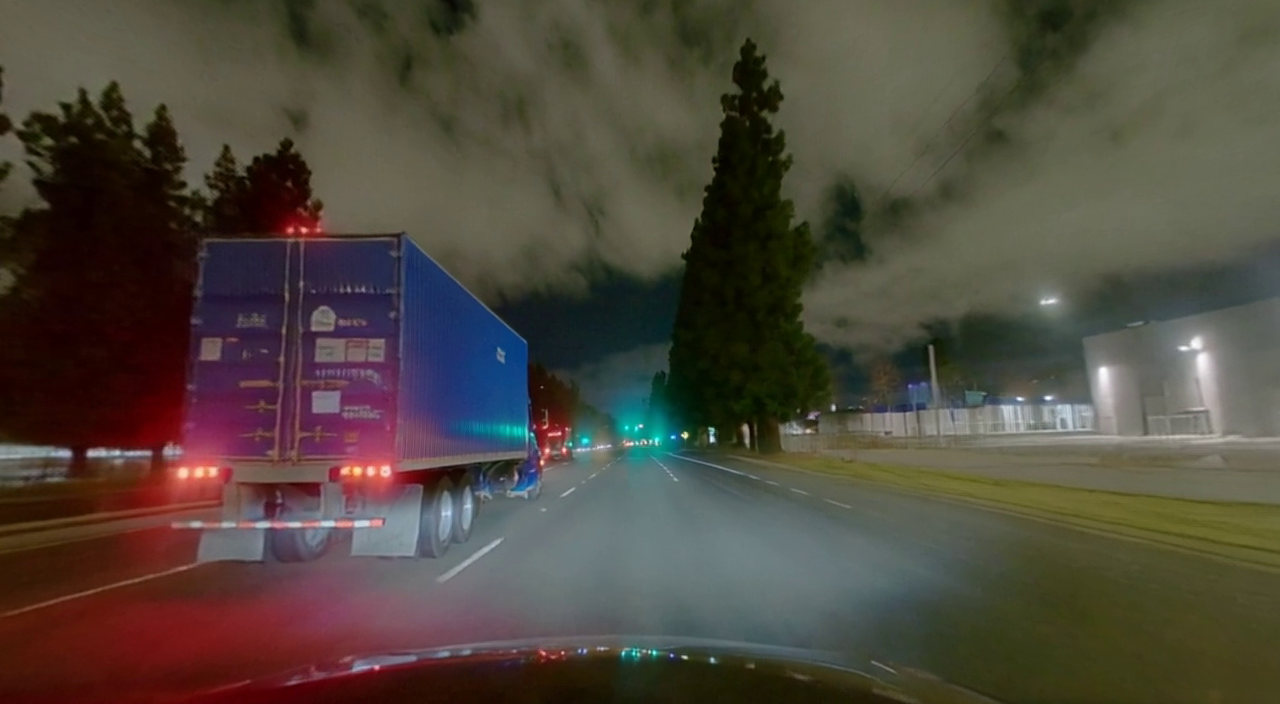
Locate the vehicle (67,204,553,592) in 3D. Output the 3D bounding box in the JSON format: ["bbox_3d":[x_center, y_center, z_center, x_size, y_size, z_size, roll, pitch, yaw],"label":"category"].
[{"bbox_3d":[-3.397,0.935,9.736,2.910,3.419,8.376,0,-8,0],"label":"vehicle"}]
